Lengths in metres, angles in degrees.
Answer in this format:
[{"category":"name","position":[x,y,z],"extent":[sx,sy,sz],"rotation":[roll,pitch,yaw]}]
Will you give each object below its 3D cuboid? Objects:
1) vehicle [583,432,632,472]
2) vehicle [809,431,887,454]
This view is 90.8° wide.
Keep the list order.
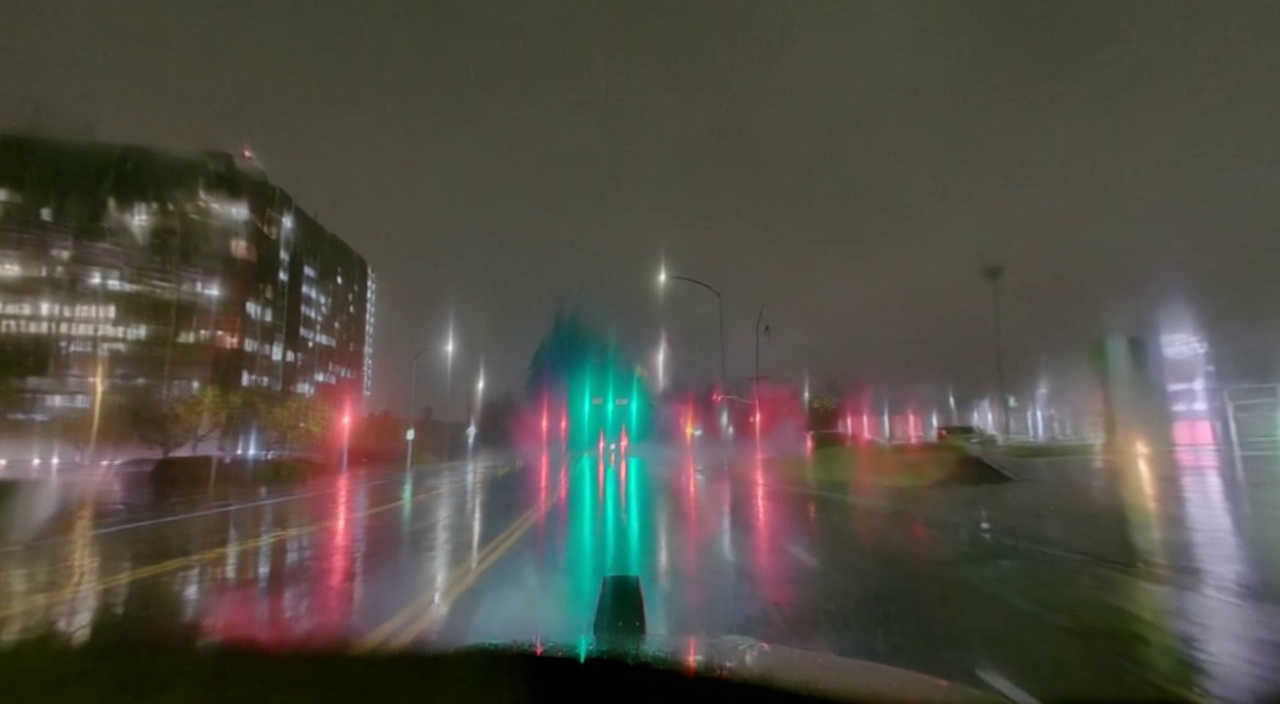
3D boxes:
[{"category":"vehicle","position":[-1.522,4.867,30.897],"extent":[2.230,1.827,4.298],"rotation":[0,-8,-1]},{"category":"vehicle","position":[13.616,5.941,41.473],"extent":[4.486,1.494,1.802],"rotation":[0,-8,3]}]
